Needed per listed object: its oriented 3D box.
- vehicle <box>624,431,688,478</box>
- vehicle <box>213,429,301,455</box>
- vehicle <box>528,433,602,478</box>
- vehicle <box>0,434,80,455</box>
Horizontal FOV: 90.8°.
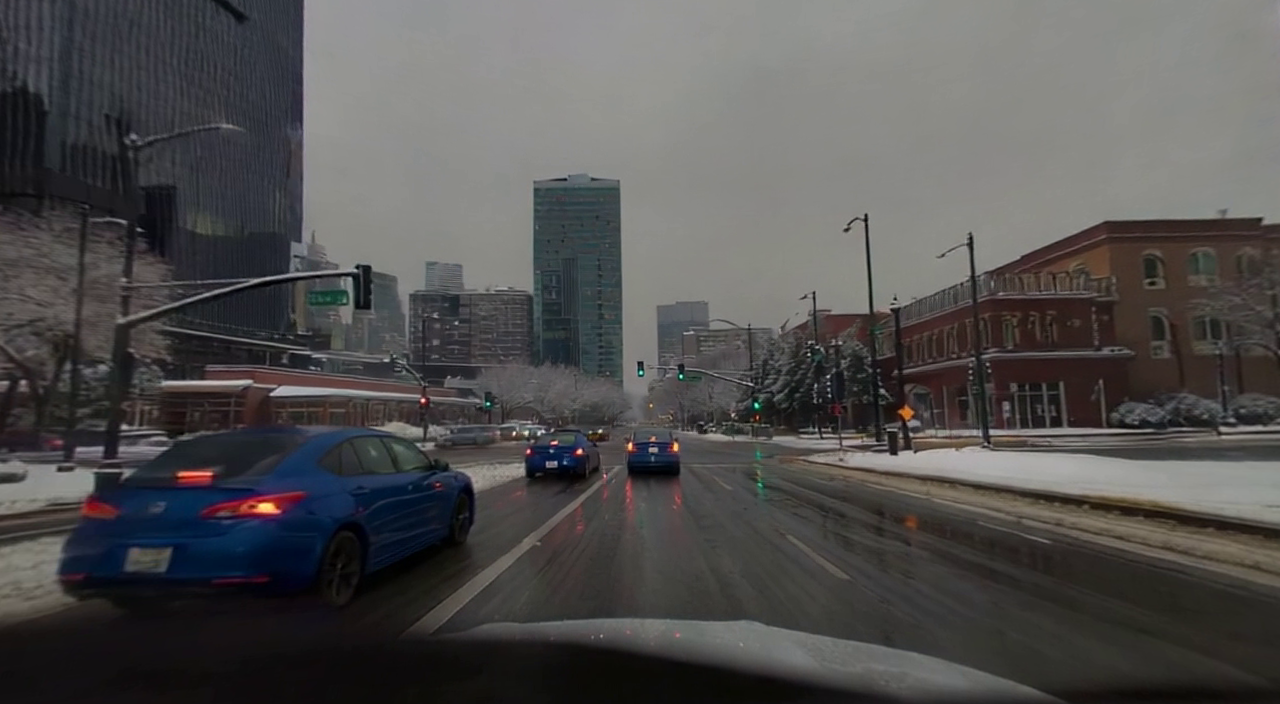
[{"bbox_3d":[0.539,3.532,21.963,2.016,1.478,3.795,0,-8,1],"label":"vehicle"},{"bbox_3d":[-27.562,6.508,45.661,4.964,1.789,1.941,2,-9,-11],"label":"vehicle"},{"bbox_3d":[-2.609,3.738,23.105,1.995,1.479,4.627,0,-8,2],"label":"vehicle"},{"bbox_3d":[-46.526,7.153,48.846,4.314,1.571,1.846,1,-9,-9],"label":"vehicle"}]
